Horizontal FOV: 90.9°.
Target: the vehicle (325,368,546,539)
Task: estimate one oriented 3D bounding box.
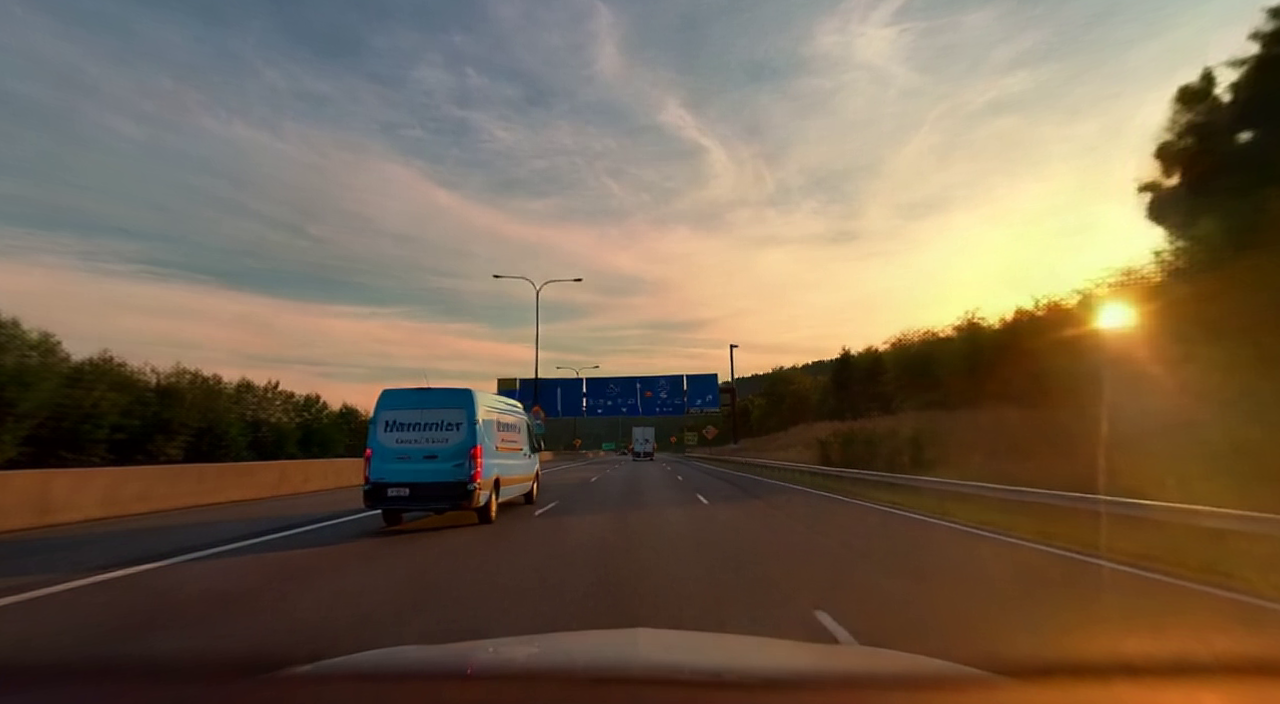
[{"bbox_3d":[-3.672,2.079,13.306,2.320,2.636,7.021,0,-9,0],"label":"vehicle"}]
